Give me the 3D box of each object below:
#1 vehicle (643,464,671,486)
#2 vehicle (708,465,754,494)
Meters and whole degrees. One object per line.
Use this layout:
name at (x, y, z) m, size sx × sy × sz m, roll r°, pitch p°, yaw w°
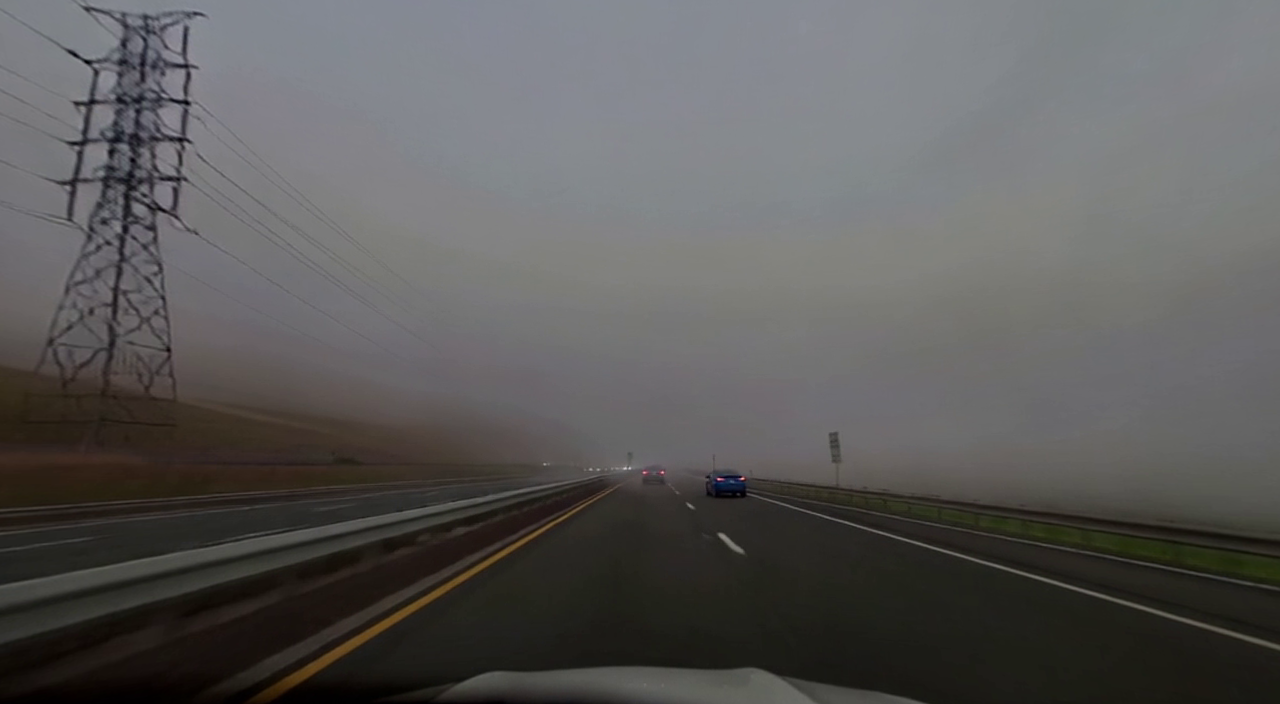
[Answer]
vehicle at (1.259, 9.540, 48.726) m, size 2.038 × 1.596 × 4.246 m, roll 1°, pitch -10°, yaw 0°
vehicle at (5.170, 7.304, 36.226) m, size 1.985 × 1.521 × 3.904 m, roll 1°, pitch -10°, yaw -1°
